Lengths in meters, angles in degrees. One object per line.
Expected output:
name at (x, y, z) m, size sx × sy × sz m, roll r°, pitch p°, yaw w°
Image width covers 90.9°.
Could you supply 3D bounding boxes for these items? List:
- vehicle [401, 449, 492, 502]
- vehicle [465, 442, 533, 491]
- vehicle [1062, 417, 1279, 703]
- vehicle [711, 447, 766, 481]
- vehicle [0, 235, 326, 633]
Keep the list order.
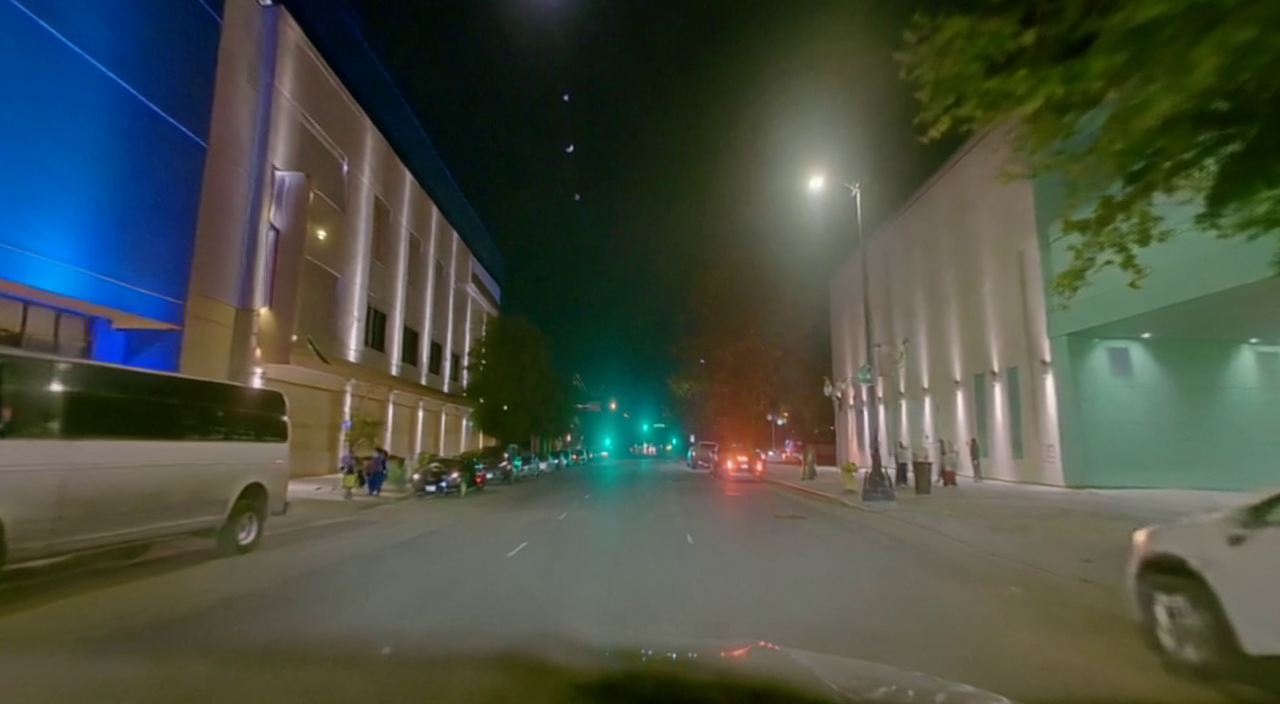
vehicle at (-6.611, 4.225, 22.079) m, size 1.917 × 1.487 × 4.659 m, roll -2°, pitch -8°, yaw -3°
vehicle at (-6.409, 5.191, 29.139) m, size 2.238 × 1.891 × 4.780 m, roll -1°, pitch -7°, yaw -2°
vehicle at (4.075, 0.949, 2.238) m, size 2.091 × 1.501 × 4.245 m, roll 0°, pitch -8°, yaw -2°
vehicle at (4.834, 5.531, 31.522) m, size 1.973 × 1.494 × 4.867 m, roll -1°, pitch -8°, yaw 0°
vehicle at (-6.818, 0.958, 7.413) m, size 2.851 × 3.375 × 6.057 m, roll 0°, pitch -7°, yaw 2°
